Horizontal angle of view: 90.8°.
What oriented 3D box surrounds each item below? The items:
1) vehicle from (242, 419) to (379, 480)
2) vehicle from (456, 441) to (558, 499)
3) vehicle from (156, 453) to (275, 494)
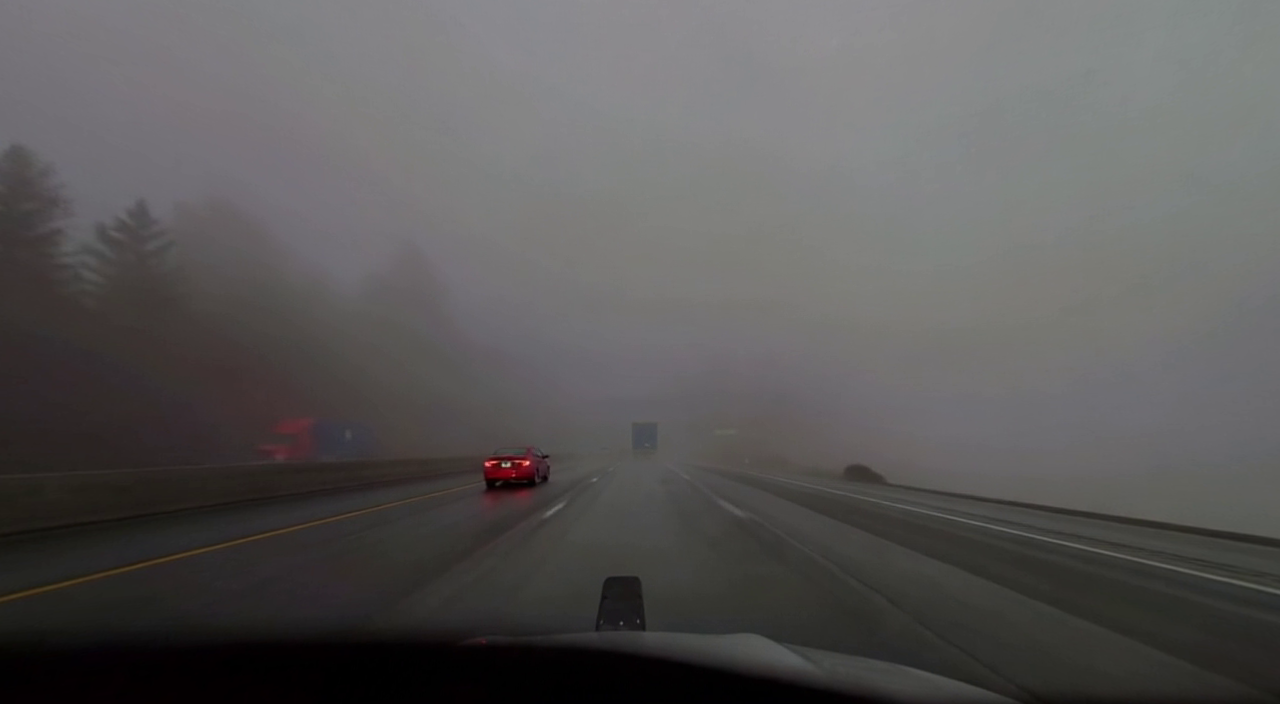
[{"bbox_3d":[-23.709,7.170,46.422,2.972,3.912,10.298,-2,-9,11],"label":"vehicle"},{"bbox_3d":[-3.909,3.574,19.490,1.999,1.533,4.870,-1,-9,1],"label":"vehicle"},{"bbox_3d":[-16.895,4.827,25.430,1.788,1.455,4.243,-1,-9,1],"label":"vehicle"}]
